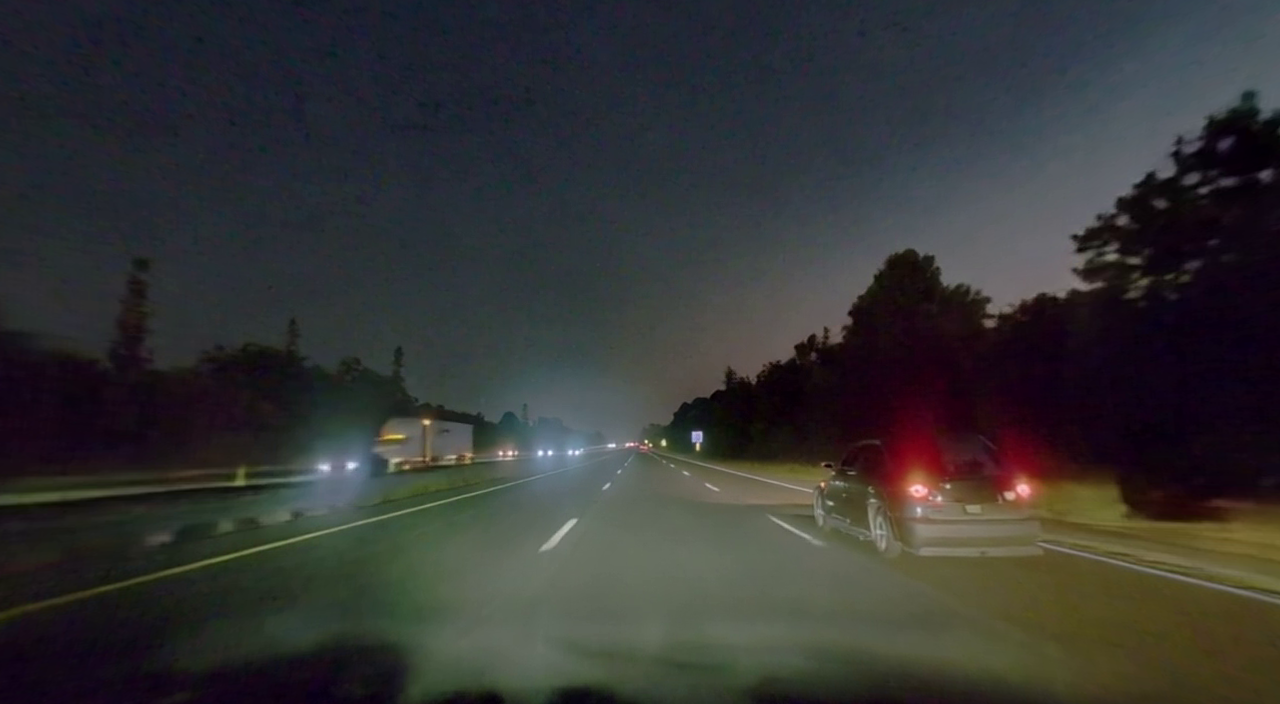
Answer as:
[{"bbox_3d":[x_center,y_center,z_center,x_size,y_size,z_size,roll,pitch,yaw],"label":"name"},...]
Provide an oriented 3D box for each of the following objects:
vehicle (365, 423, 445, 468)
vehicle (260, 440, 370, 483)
[{"bbox_3d":[-15.909,6.413,43.291,2.554,2.819,7.254,0,-9,1],"label":"vehicle"},{"bbox_3d":[-12.302,4.166,24.214,1.888,1.462,4.218,0,-9,1],"label":"vehicle"}]
